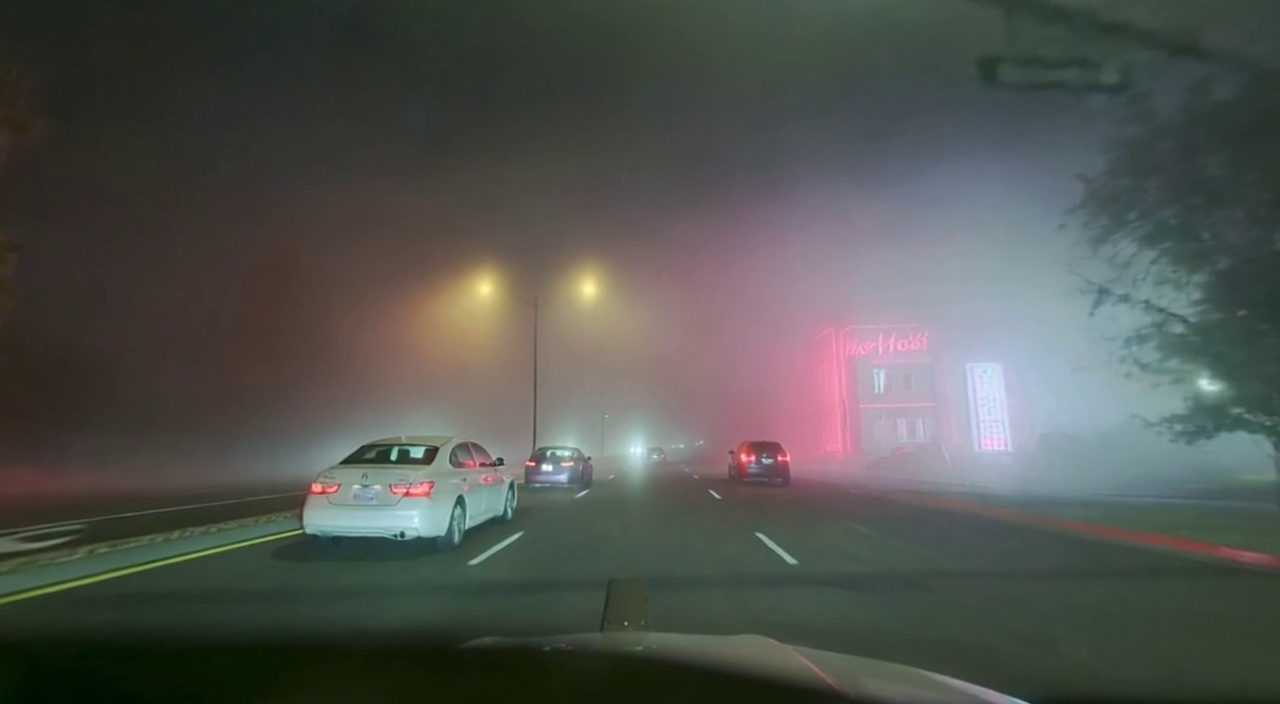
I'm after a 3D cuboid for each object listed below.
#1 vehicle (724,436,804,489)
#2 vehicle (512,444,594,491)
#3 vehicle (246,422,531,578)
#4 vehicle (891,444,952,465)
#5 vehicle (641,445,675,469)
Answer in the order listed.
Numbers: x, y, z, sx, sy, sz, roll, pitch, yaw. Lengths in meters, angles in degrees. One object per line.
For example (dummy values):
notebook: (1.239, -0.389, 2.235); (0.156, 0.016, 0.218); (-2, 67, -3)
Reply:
vehicle: (4.324, 3.916, 22.659); (2.103, 1.699, 4.171); (0, -8, 1)
vehicle: (-2.885, 3.952, 21.978); (1.980, 1.454, 4.226); (-1, -8, 4)
vehicle: (-2.957, 1.843, 8.720); (2.118, 1.568, 4.436); (0, -8, 0)
vehicle: (18.947, 6.883, 42.476); (3.368, 1.389, 1.595); (1, -8, -8)
vehicle: (1.214, 6.956, 41.935); (2.164, 1.477, 3.988); (-1, -8, 2)
